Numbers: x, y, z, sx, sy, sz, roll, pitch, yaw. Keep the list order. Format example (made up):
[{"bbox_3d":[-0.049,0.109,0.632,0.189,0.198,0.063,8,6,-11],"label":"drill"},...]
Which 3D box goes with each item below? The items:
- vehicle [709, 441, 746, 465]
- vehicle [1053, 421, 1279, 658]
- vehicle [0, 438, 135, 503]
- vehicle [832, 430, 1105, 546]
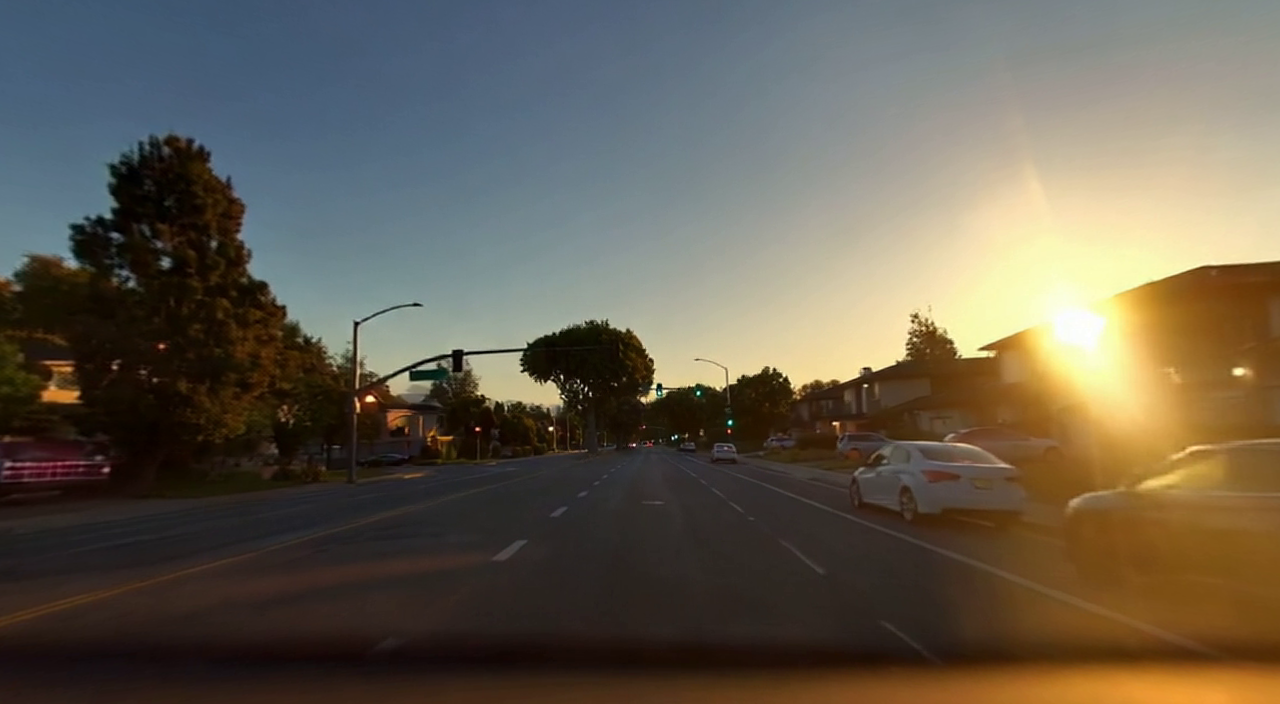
[{"bbox_3d":[5.861,6.822,42.745,1.950,1.567,4.083,0,-8,1],"label":"vehicle"},{"bbox_3d":[5.000,1.192,4.056,1.895,1.487,4.176,0,-8,1],"label":"vehicle"},{"bbox_3d":[-19.339,3.743,20.142,4.609,1.948,1.995,0,-8,1],"label":"vehicle"},{"bbox_3d":[5.142,2.172,10.879,1.997,1.521,4.747,0,-8,-2],"label":"vehicle"}]
